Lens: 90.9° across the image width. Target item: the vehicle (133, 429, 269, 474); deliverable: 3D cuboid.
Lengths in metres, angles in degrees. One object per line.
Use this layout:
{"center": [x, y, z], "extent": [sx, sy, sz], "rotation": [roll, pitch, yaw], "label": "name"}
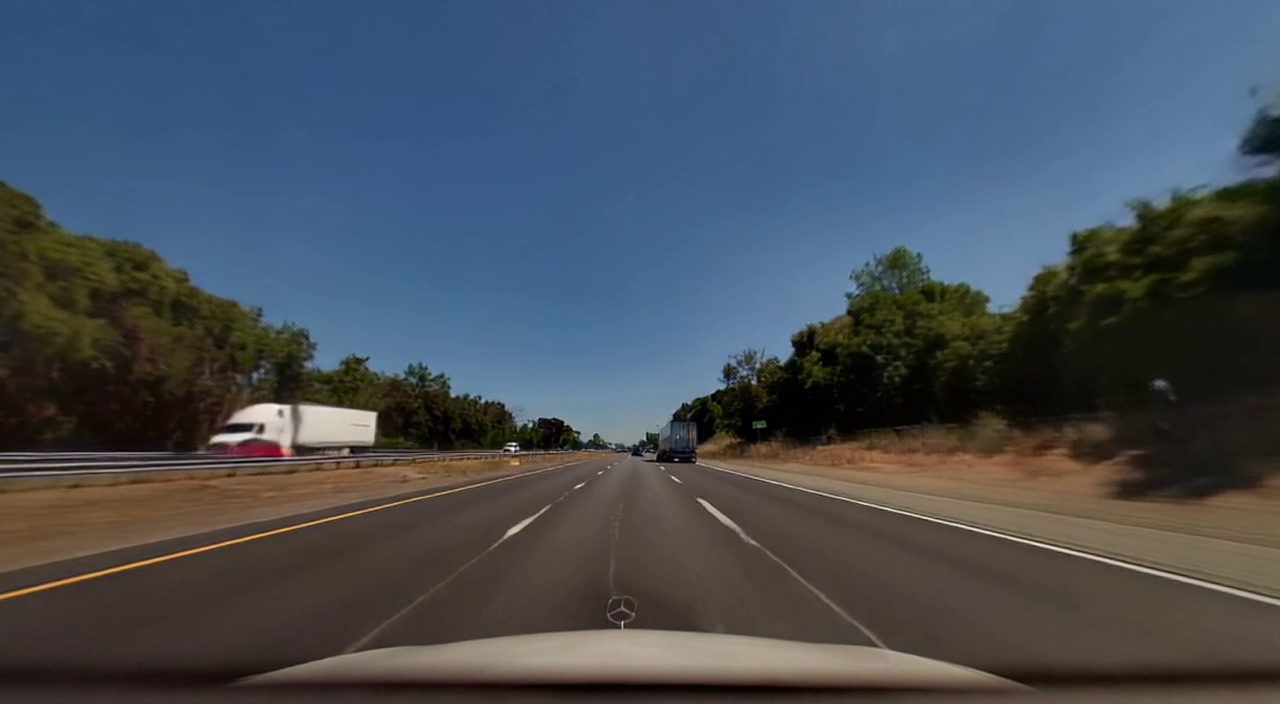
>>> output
{"center": [-15.895, 3.644, 23.156], "extent": [1.826, 1.466, 4.425], "rotation": [0, -9, 0], "label": "vehicle"}
